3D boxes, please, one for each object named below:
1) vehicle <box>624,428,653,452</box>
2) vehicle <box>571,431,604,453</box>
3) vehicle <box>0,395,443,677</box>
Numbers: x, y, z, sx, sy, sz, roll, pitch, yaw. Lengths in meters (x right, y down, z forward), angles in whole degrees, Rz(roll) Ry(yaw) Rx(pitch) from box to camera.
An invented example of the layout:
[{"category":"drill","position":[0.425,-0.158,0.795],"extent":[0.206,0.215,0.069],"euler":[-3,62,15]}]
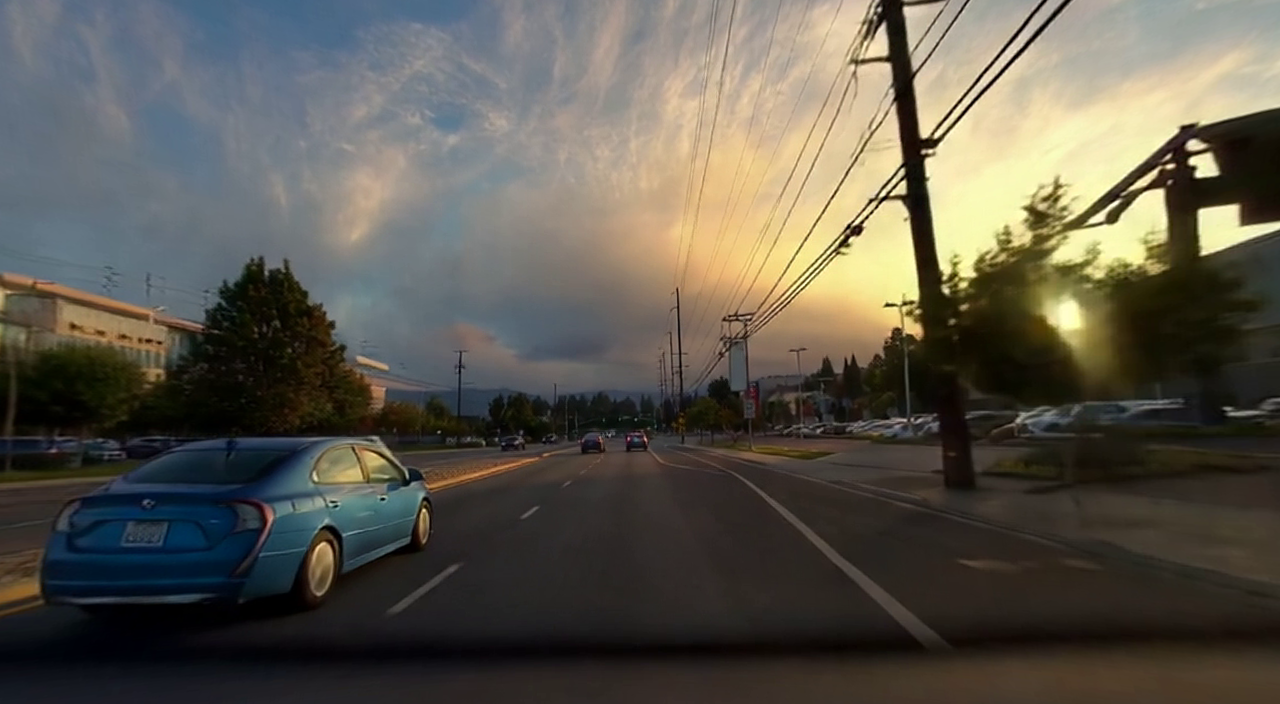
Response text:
[{"category":"vehicle","position":[-0.143,6.789,48.772],"extent":[2.182,1.773,4.041],"euler":[0,-8,-1]},{"category":"vehicle","position":[-3.787,6.563,45.979],"extent":[2.021,1.486,3.623],"euler":[0,-8,1]},{"category":"vehicle","position":[-3.496,1.314,5.732],"extent":[1.928,1.488,4.635],"euler":[0,-8,0]}]
